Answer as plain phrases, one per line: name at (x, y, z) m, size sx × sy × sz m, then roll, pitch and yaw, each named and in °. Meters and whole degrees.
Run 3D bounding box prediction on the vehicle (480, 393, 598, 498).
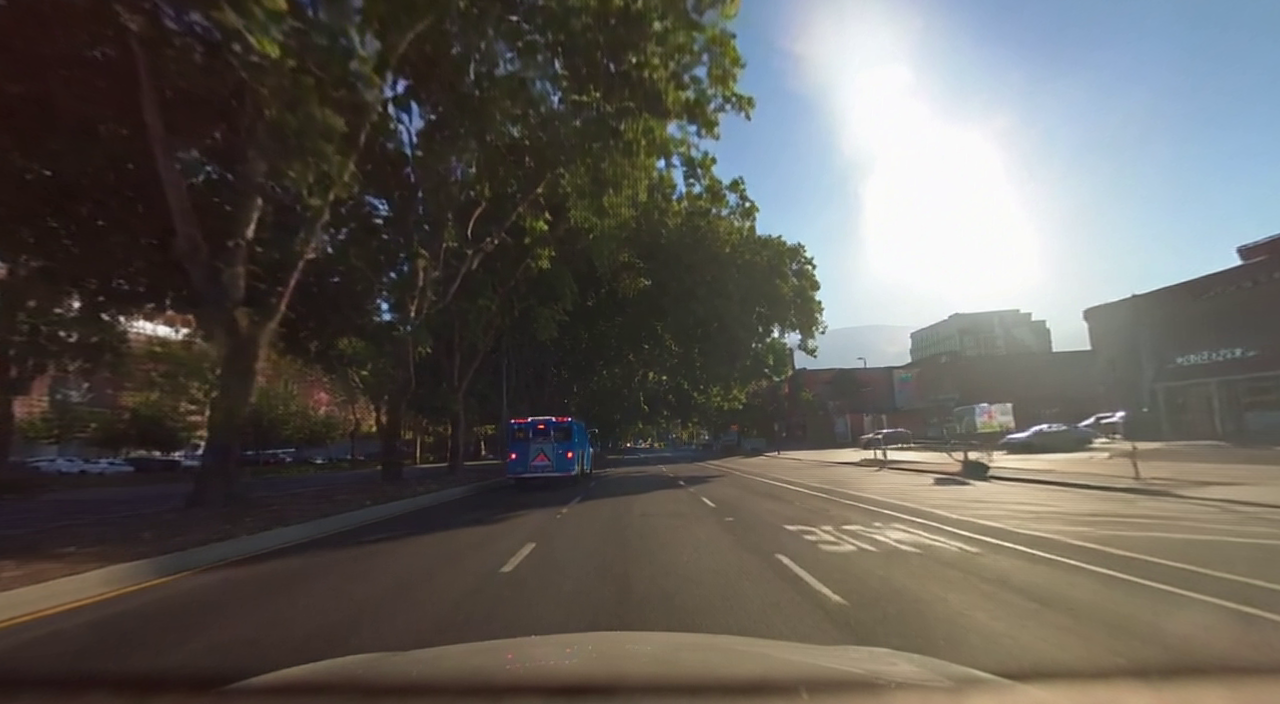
vehicle at (-2.914, 2.945, 19.977) m, size 2.633 × 2.787 × 5.796 m, roll -1°, pitch -8°, yaw 1°
